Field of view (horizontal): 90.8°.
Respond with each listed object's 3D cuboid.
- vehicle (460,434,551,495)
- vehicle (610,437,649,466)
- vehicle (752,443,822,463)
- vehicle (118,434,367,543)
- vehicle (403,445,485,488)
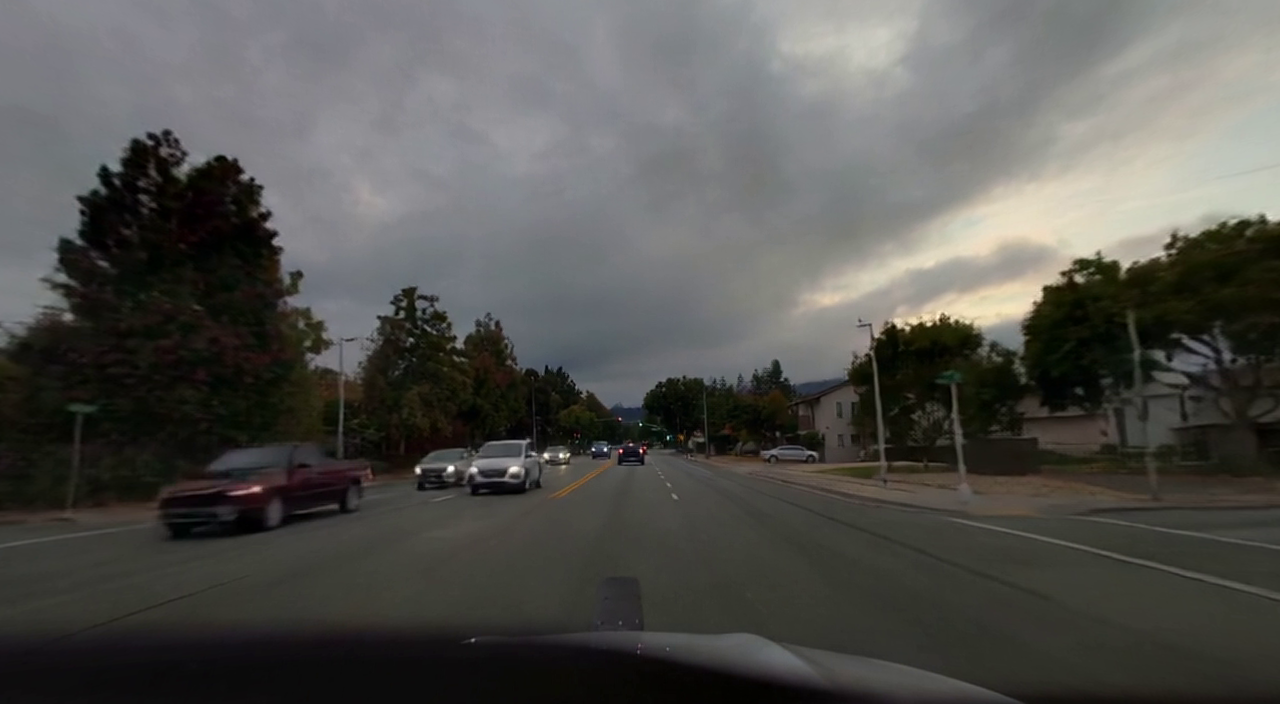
[{"bbox_3d":[-4.139,3.523,20.145,1.955,1.723,4.287,0,-9,0],"label":"vehicle"},{"bbox_3d":[-0.654,7.046,44.869,2.554,1.902,5.329,0,-9,1],"label":"vehicle"},{"bbox_3d":[10.995,7.588,47.439,4.697,1.462,1.881,0,-8,-2],"label":"vehicle"},{"bbox_3d":[-7.446,2.567,12.552,2.069,1.654,4.458,-2,-9,0],"label":"vehicle"},{"bbox_3d":[-8.034,4.709,26.335,2.054,1.528,4.297,-2,-9,0],"label":"vehicle"}]
